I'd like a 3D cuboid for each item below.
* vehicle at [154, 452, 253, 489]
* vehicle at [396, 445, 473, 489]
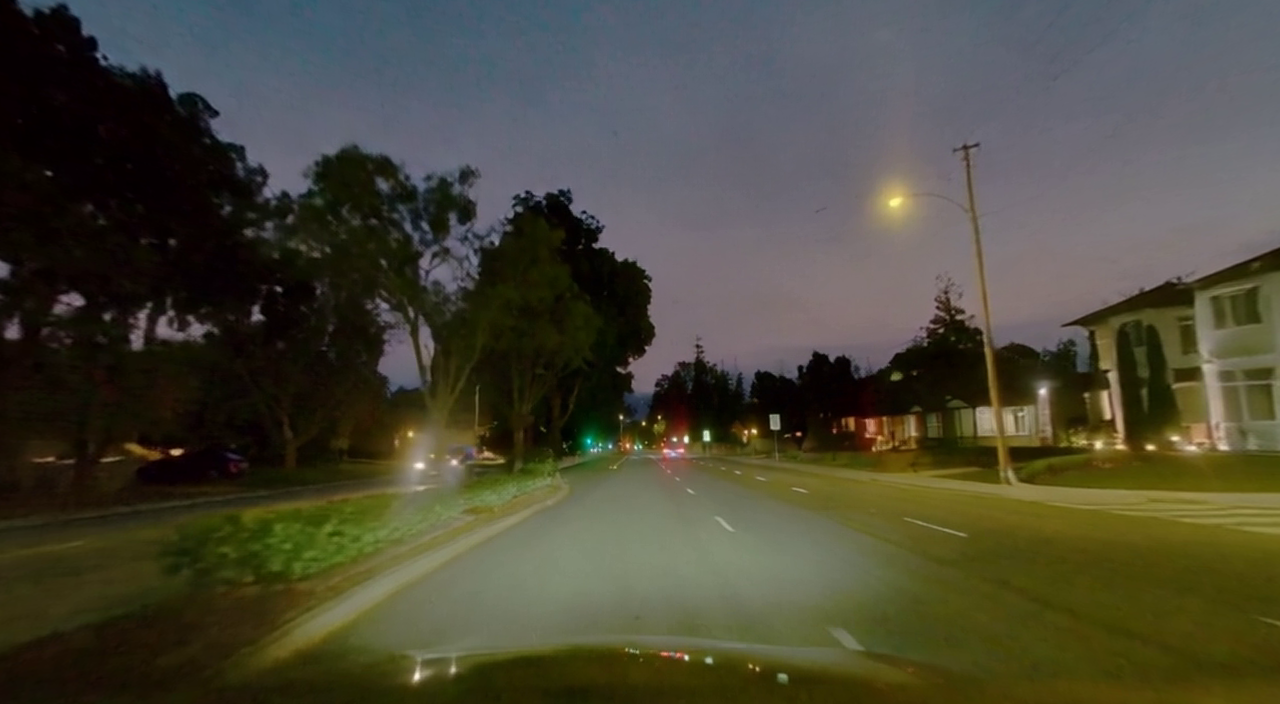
[{"bbox_3d":[-21.737,5.867,31.704,1.860,1.663,4.418,0,-8,-1],"label":"vehicle"},{"bbox_3d":[-8.978,5.011,27.994,1.964,1.722,4.403,-1,-8,-1],"label":"vehicle"}]
